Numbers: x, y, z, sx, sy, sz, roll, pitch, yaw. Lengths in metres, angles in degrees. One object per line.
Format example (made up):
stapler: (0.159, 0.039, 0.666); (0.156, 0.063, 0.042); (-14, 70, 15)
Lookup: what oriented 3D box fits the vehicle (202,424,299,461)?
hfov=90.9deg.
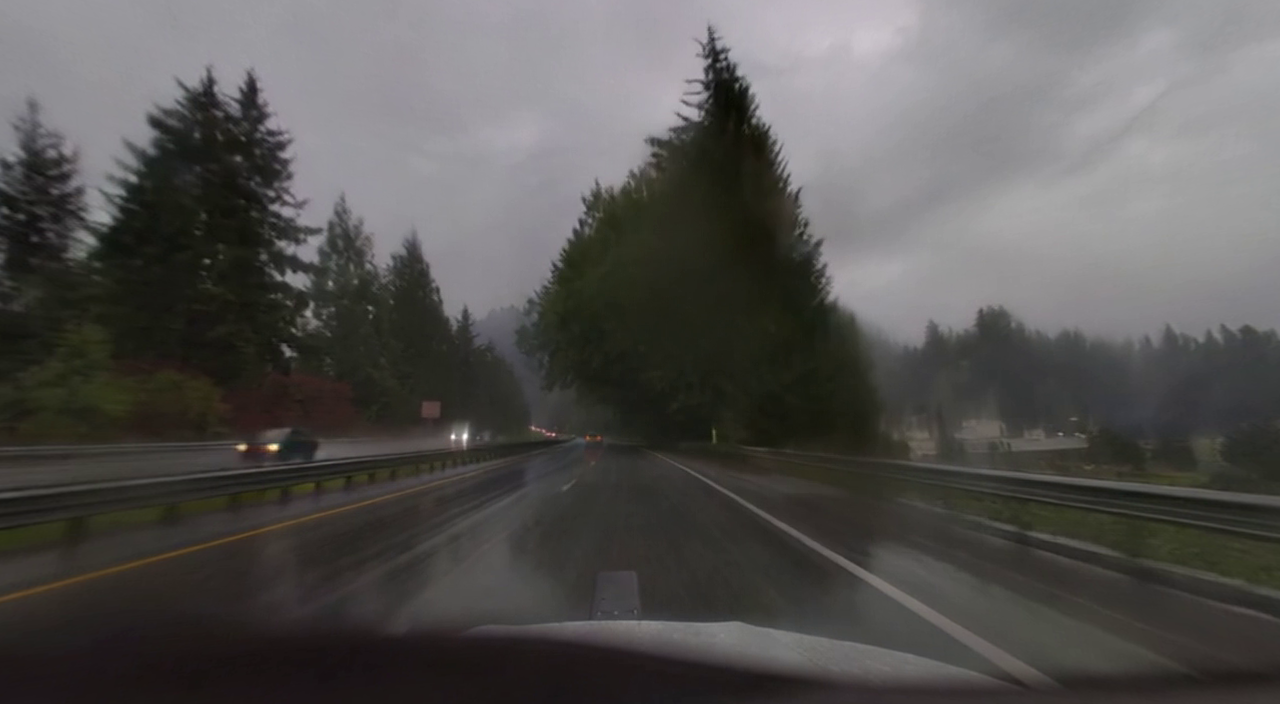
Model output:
vehicle: (-17.875, 4.184, 29.183); (1.875, 1.555, 4.233); (0, -8, -1)
